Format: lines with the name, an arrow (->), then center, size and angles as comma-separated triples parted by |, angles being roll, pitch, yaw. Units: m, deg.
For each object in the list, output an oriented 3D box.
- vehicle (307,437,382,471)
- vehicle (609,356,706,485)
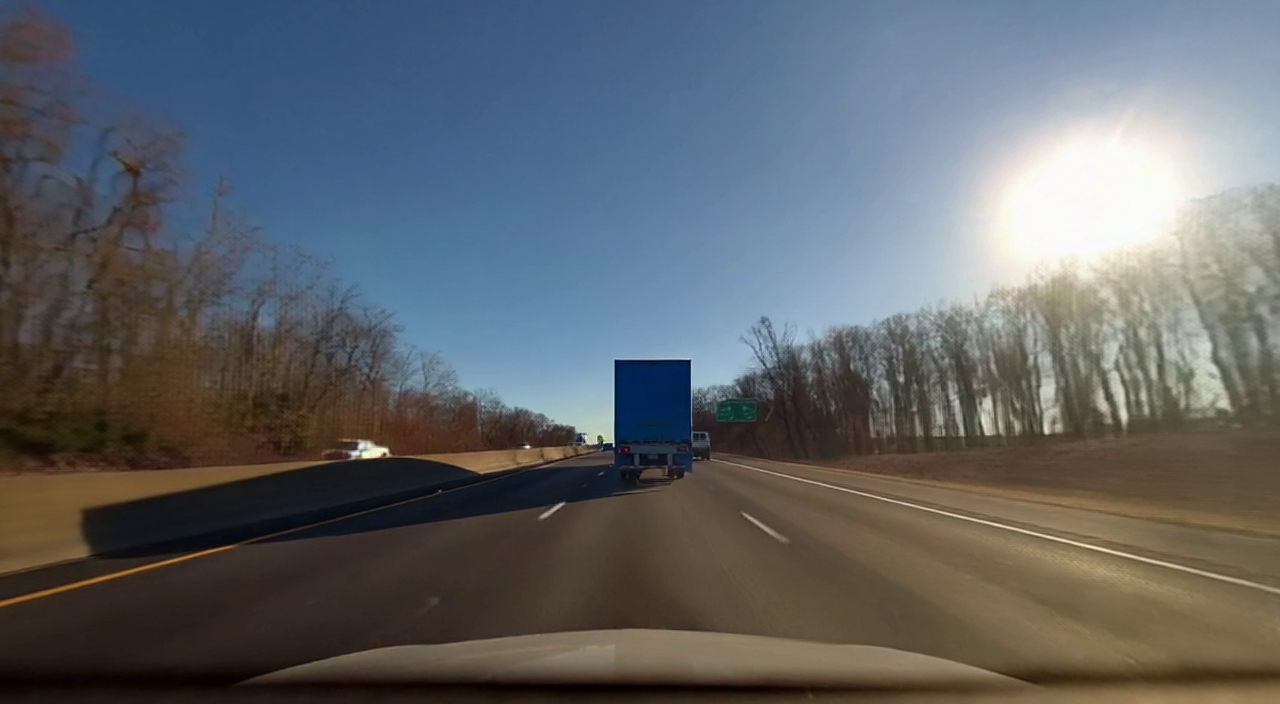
vehicle -> -16.762, 5.811, 35.874 | 2.003, 1.791, 4.571 | 0, -8, 1
vehicle -> 0.537, 2.889, 24.974 | 3.010, 4.039, 10.481 | 0, -8, 0
